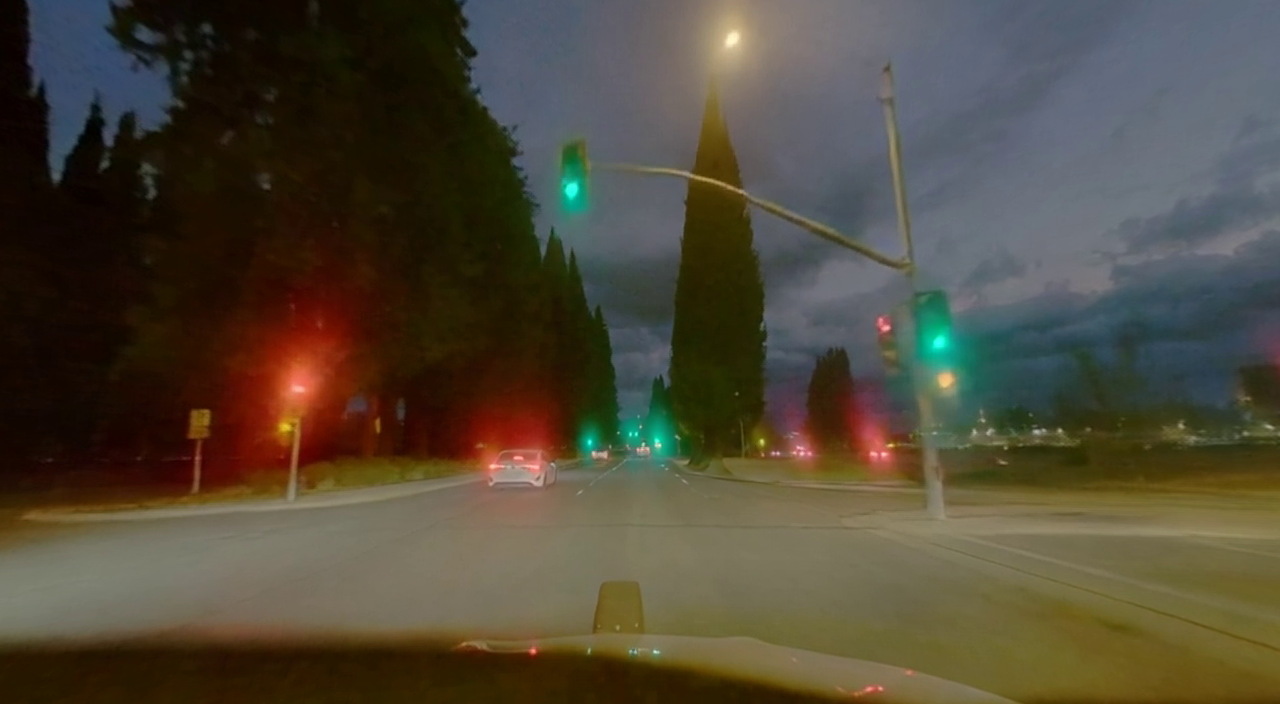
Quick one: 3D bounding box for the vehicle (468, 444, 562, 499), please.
[{"bbox_3d":[-3.665,3.572,19.410,1.968,1.459,4.433,0,-8,0],"label":"vehicle"}]
